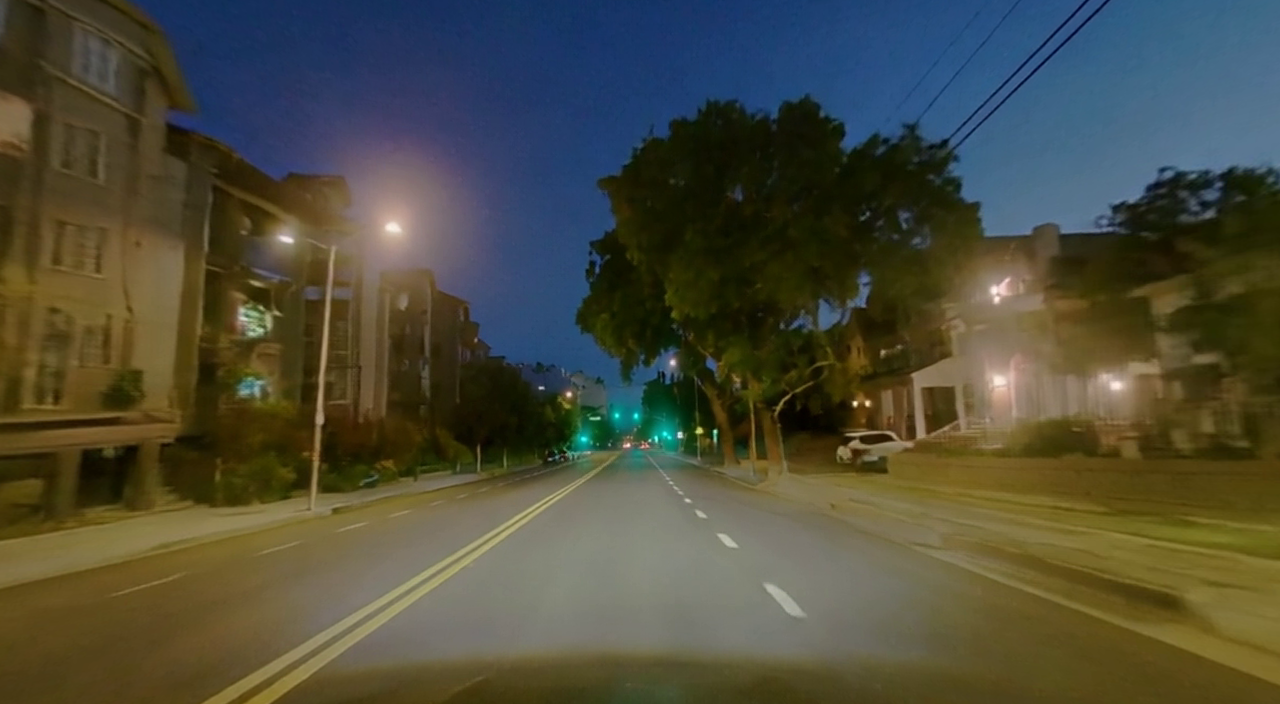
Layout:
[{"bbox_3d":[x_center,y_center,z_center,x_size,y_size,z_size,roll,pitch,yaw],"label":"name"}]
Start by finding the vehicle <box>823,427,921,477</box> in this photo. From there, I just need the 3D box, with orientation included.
[{"bbox_3d":[9.186,4.032,25.541,2.121,1.785,4.693,0,-9,-1],"label":"vehicle"}]

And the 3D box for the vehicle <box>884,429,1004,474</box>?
[{"bbox_3d":[11.948,3.965,25.308,2.181,1.530,4.867,-2,-9,-3],"label":"vehicle"}]
